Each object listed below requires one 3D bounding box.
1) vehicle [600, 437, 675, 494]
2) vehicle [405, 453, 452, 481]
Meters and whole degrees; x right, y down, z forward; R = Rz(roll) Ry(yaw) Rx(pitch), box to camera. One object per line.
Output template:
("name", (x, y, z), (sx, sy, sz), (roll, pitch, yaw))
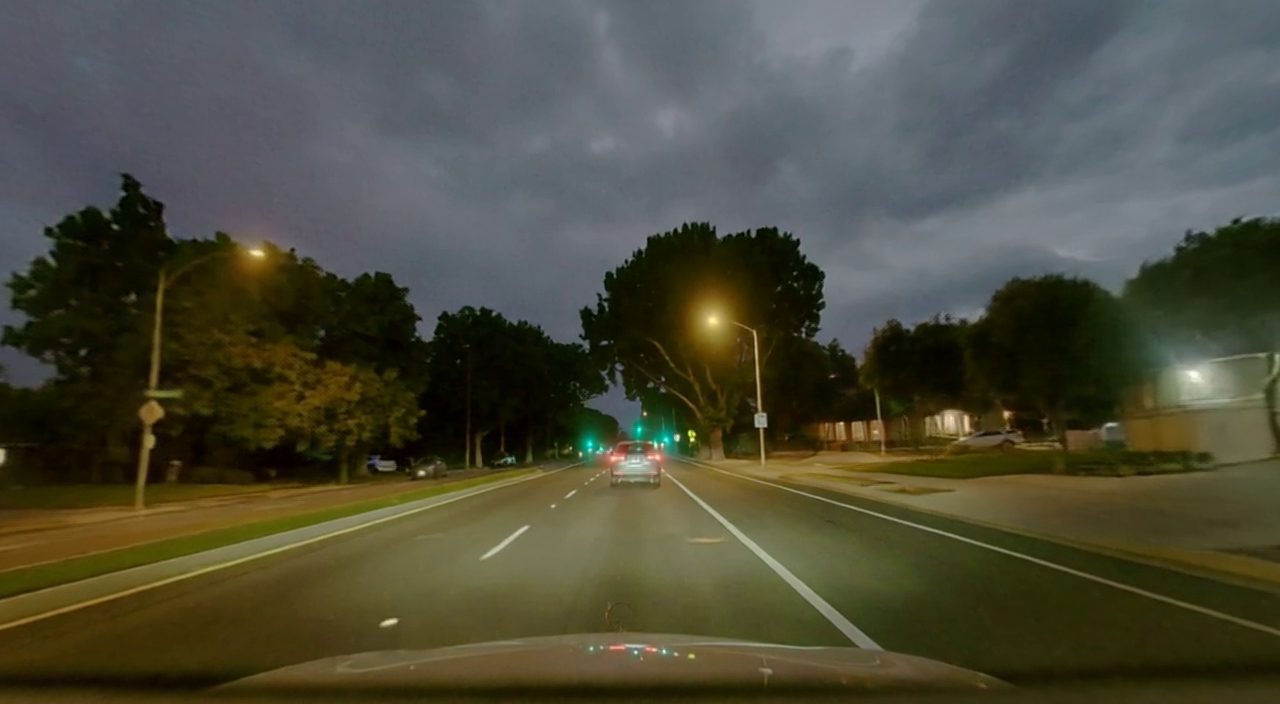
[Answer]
("vehicle", (-0.113, 3.625, 20.523), (2.181, 1.639, 4.127), (0, -9, -1))
("vehicle", (-13.989, 7.581, 42.009), (1.900, 1.596, 4.142), (-3, -8, -3))
